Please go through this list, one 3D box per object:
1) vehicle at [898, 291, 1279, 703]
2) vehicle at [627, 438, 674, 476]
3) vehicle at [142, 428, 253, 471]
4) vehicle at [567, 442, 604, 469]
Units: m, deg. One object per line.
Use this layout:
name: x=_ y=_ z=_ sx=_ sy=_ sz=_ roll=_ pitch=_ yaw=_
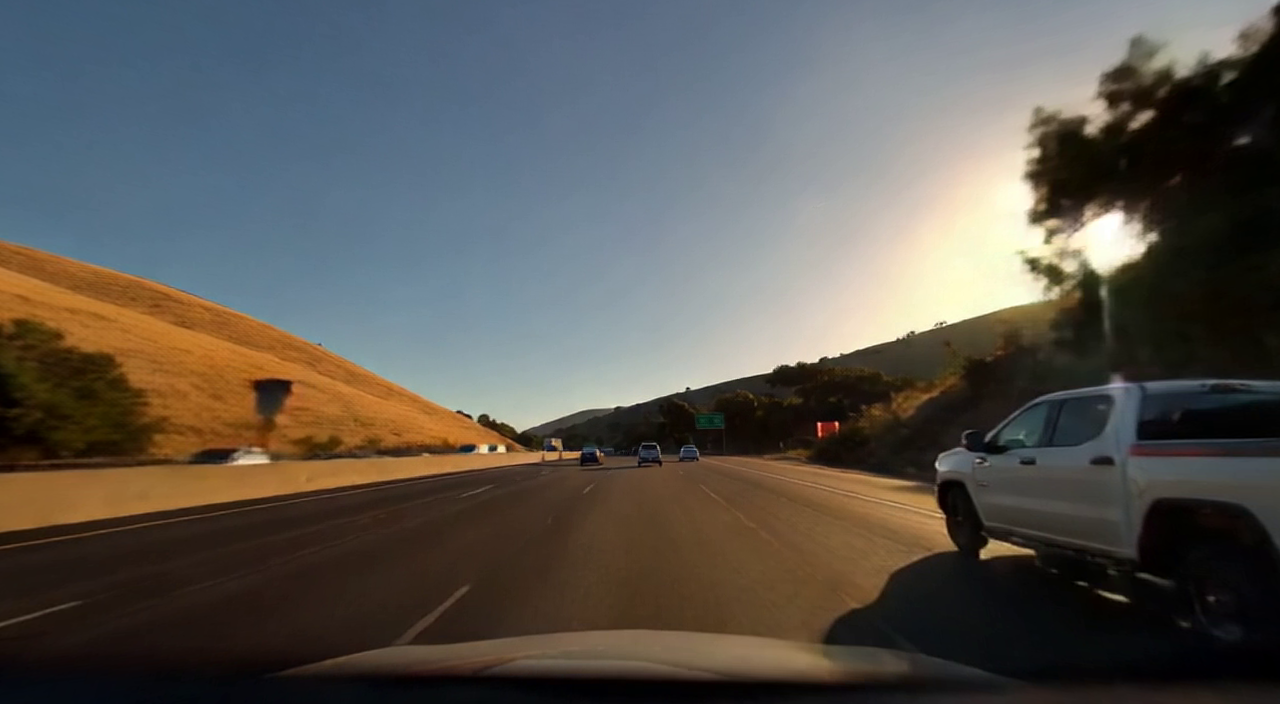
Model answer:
vehicle: x=4.239 y=0.896 z=4.017 sx=2.700 sy=1.980 sz=5.866 roll=0 pitch=-8 yaw=0
vehicle: x=0.471 y=5.041 z=30.494 sx=2.086 sy=1.685 sz=4.206 roll=0 pitch=-8 yaw=0
vehicle: x=-16.171 y=3.647 z=23.238 sx=1.641 sy=1.382 sz=3.344 roll=-2 pitch=-11 yaw=0
vehicle: x=-3.598 y=6.952 z=42.588 sx=2.076 sy=1.690 sz=4.113 roll=0 pitch=-8 yaw=1
